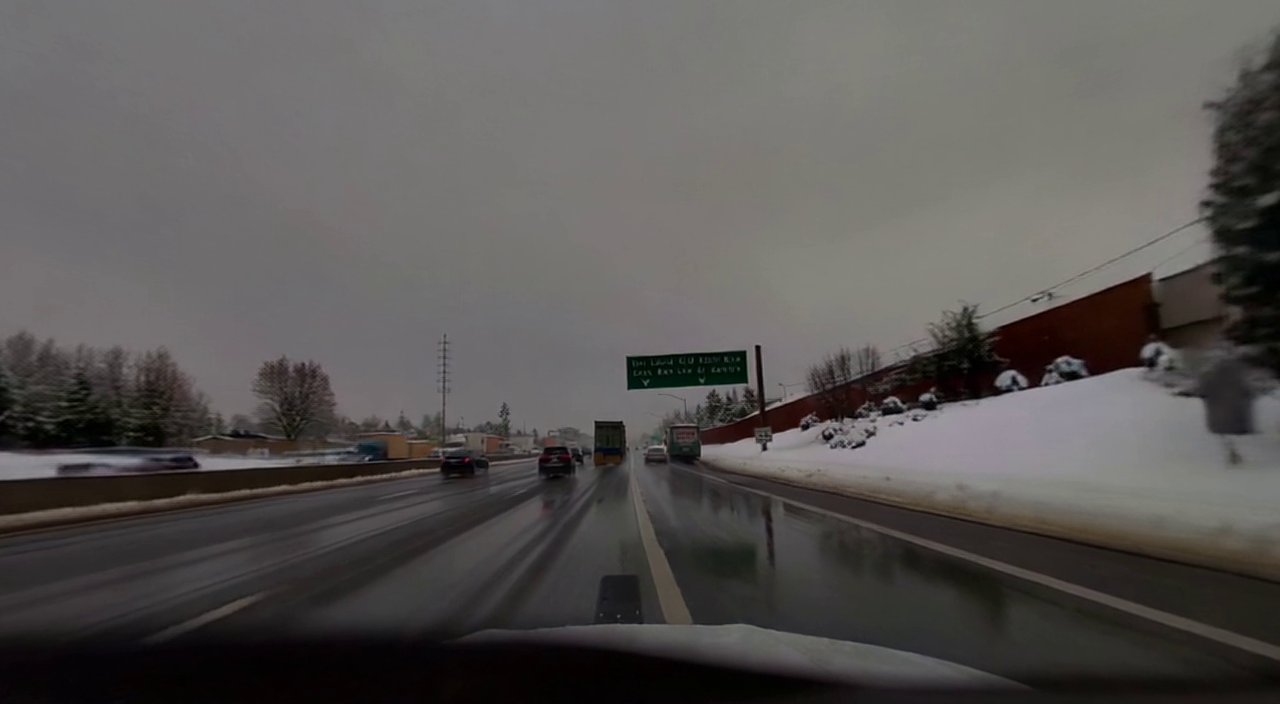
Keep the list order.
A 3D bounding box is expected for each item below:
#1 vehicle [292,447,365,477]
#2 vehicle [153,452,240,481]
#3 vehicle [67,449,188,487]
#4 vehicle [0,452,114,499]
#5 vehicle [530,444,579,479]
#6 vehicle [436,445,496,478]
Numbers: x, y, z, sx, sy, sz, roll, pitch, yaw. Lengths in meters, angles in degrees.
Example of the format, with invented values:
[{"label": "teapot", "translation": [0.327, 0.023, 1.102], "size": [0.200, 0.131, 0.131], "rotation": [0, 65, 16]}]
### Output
[{"label": "vehicle", "translation": [-18.390, 6.511, 37.643], "size": [2.030, 1.629, 4.673], "rotation": [0, -9, -1]}, {"label": "vehicle", "translation": [-25.445, 6.550, 36.490], "size": [2.089, 1.529, 4.075], "rotation": [0, -9, -1]}, {"label": "vehicle", "translation": [-25.353, 5.728, 31.590], "size": [1.941, 1.702, 4.949], "rotation": [0, -9, -2]}, {"label": "vehicle", "translation": [-21.613, 4.344, 22.676], "size": [1.867, 1.493, 4.311], "rotation": [0, -9, -1]}, {"label": "vehicle", "translation": [-4.293, 5.557, 32.357], "size": [2.132, 1.679, 4.045], "rotation": [0, -9, -3]}, {"label": "vehicle", "translation": [-9.672, 6.112, 35.586], "size": [2.129, 1.717, 4.593], "rotation": [0, -9, -1]}]
